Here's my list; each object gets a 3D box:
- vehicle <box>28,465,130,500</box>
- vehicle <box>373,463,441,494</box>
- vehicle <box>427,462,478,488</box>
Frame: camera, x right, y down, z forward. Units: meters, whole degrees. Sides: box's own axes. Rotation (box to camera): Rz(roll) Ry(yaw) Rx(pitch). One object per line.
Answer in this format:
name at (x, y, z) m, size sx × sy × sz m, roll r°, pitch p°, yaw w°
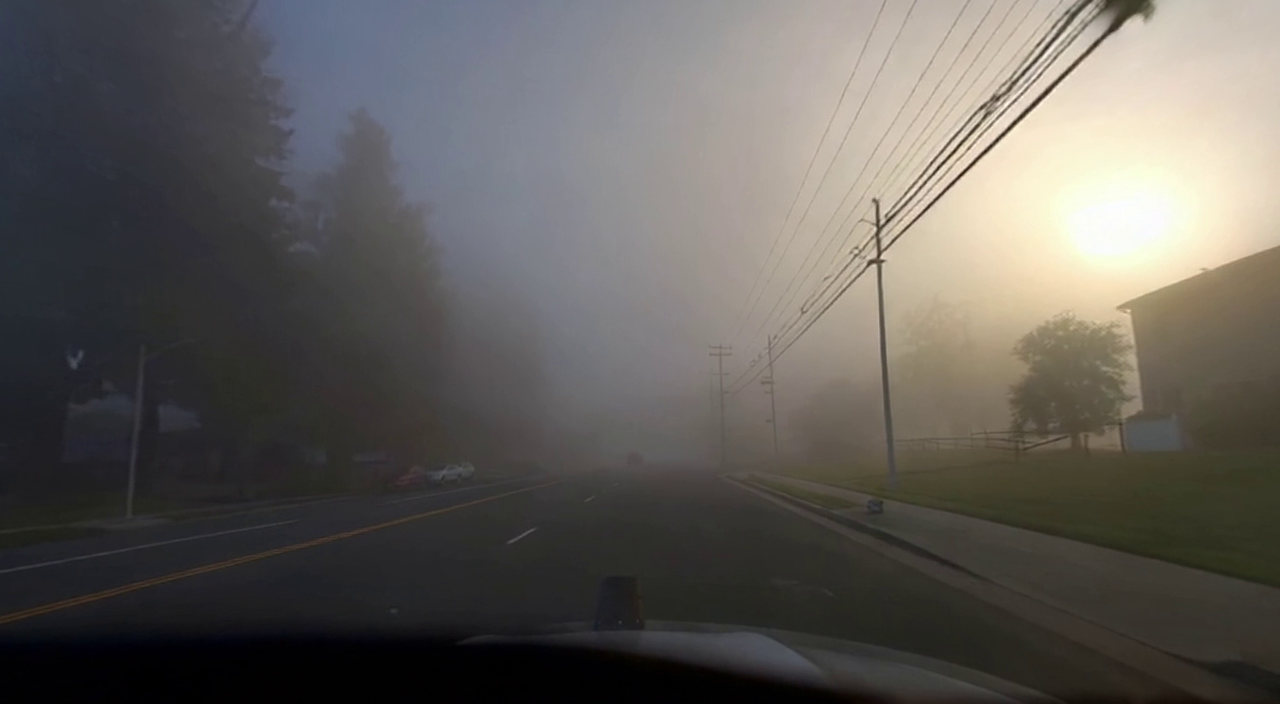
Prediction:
vehicle at (-26.933, 6.229, 30.552) m, size 1.769 × 1.414 × 4.434 m, roll 2°, pitch -9°, yaw -14°
vehicle at (-13.013, 7.082, 35.518) m, size 1.936 × 1.489 × 4.311 m, roll -1°, pitch -9°, yaw 4°
vehicle at (-12.551, 8.222, 42.511) m, size 1.863 × 1.481 × 4.363 m, roll -3°, pitch -9°, yaw 4°
